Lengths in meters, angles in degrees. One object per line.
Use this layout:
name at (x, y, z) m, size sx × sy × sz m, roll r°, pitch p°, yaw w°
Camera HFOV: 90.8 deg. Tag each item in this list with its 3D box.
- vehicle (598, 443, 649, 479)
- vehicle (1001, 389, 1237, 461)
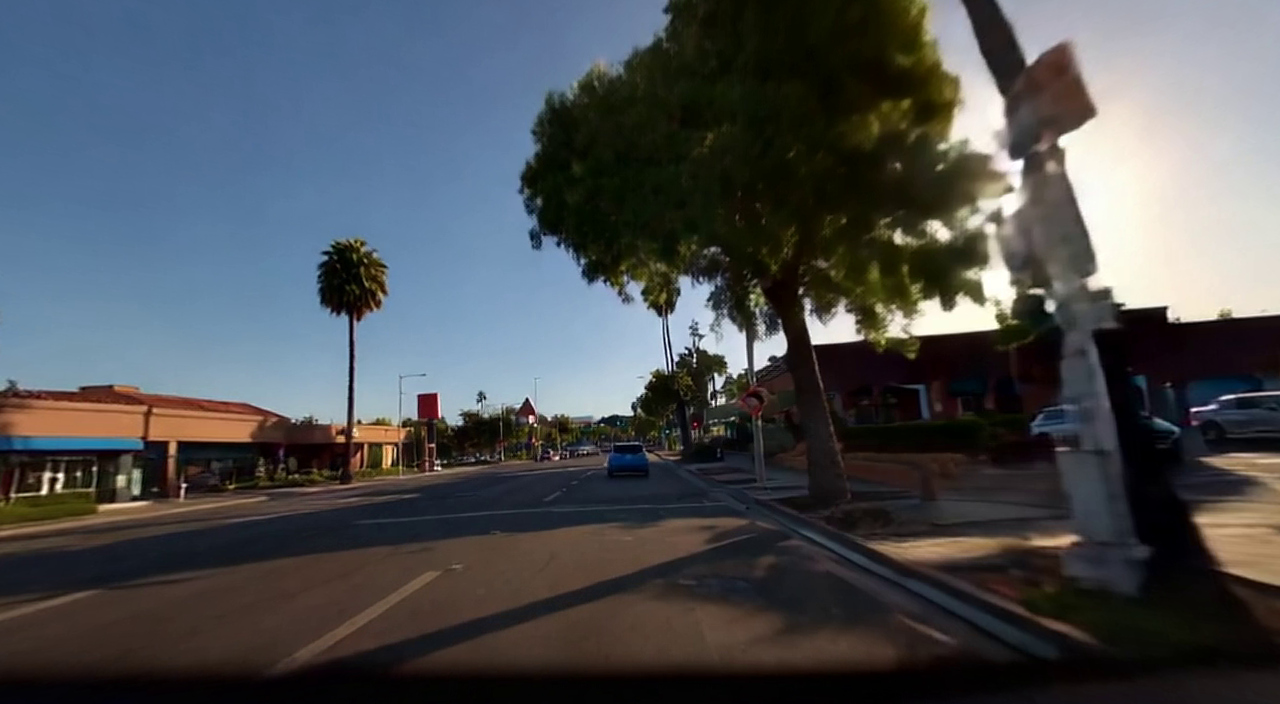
vehicle at (-0.712, 4.901, 28.767) m, size 2.156 × 1.462 × 4.495 m, roll 0°, pitch -8°, yaw -1°
vehicle at (12.622, 2.035, 17.027) m, size 1.873 × 1.657 × 4.557 m, roll 5°, pitch -10°, yaw -30°
